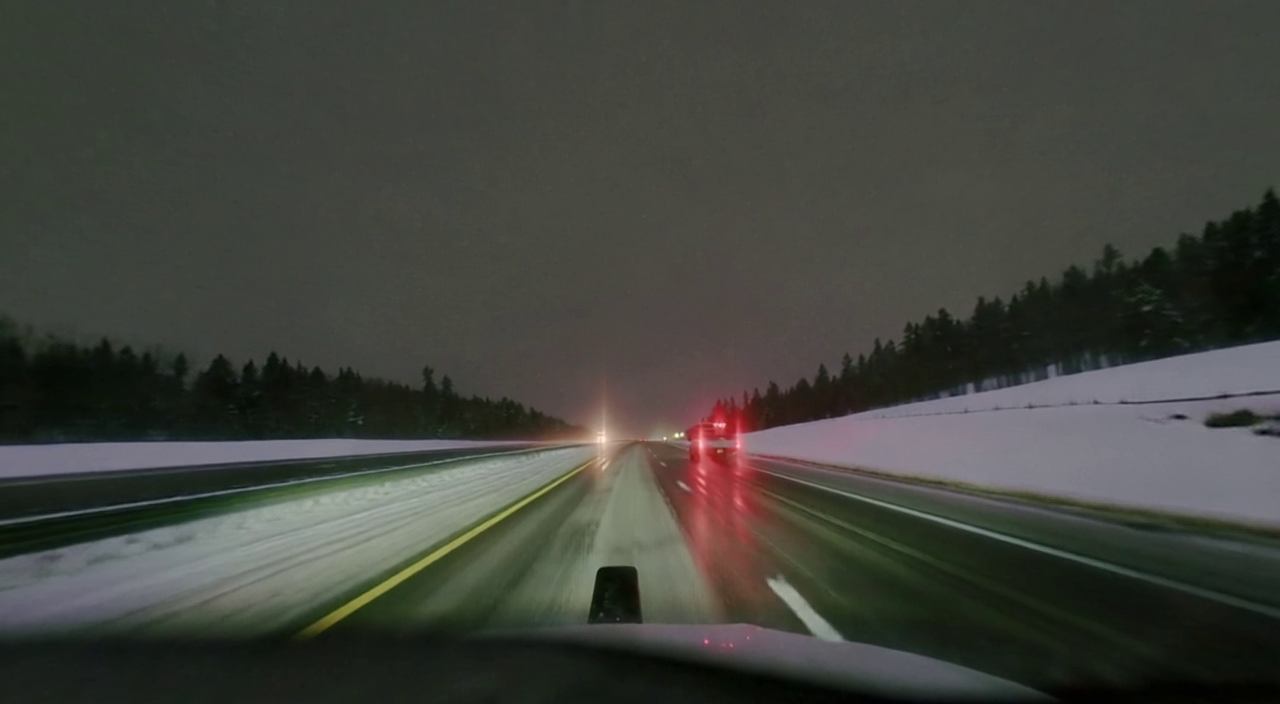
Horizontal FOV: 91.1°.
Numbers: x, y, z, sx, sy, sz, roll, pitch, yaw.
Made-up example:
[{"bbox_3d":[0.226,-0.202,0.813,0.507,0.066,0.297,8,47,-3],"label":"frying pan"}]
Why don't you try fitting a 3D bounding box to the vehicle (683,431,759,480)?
[{"bbox_3d":[2.803,3.684,22.804,2.084,1.583,4.420,0,-8,-1],"label":"vehicle"}]
